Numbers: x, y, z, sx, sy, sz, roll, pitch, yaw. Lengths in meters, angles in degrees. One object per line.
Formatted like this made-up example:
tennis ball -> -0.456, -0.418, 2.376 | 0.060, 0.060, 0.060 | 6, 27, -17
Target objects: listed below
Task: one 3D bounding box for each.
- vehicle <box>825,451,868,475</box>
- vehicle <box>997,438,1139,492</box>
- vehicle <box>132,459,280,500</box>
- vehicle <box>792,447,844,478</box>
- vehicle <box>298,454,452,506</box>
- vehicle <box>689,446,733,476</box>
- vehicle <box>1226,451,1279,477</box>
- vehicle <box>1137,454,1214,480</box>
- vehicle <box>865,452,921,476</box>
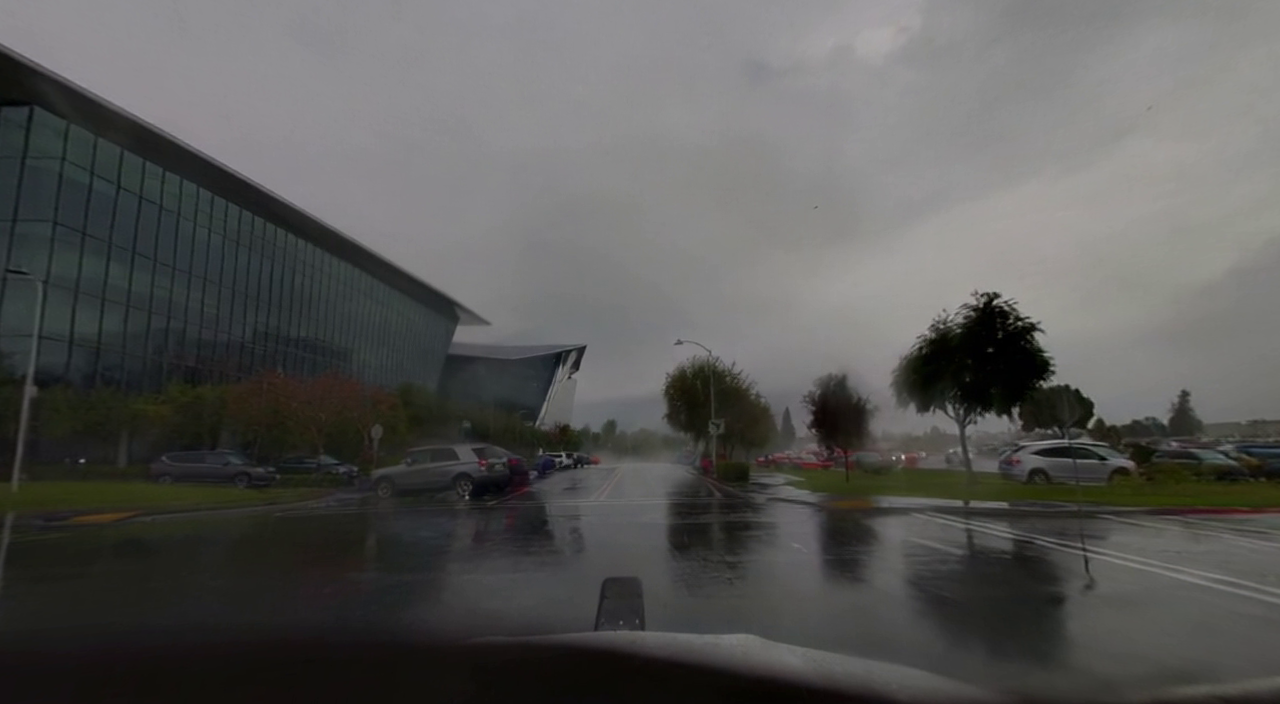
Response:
vehicle -> 14.184, 7.625, 43.568 | 1.935, 1.477, 3.719 | -1, -8, 4
vehicle -> 16.477, 4.356, 24.757 | 2.048, 1.852, 4.998 | 0, -8, 0
vehicle -> -16.599, 4.862, 24.293 | 4.331, 1.437, 1.876 | -1, -8, 3
vehicle -> 10.524, 6.544, 37.659 | 1.936, 1.673, 4.305 | 0, -8, 2
vehicle -> -8.690, 4.142, 20.841 | 4.442, 1.504, 1.809 | 4, -10, -28
vehicle -> 4.546, 7.051, 41.186 | 2.262, 1.794, 5.331 | 0, -8, 0
vehicle -> 36.955, 6.489, 36.775 | 1.678, 1.423, 4.191 | -1, -9, 1
vehicle -> 31.232, 6.681, 36.946 | 1.519, 1.371, 3.278 | 0, -8, -1
vehicle -> 17.093, 7.550, 42.882 | 1.971, 1.478, 4.477 | 0, -8, 1
